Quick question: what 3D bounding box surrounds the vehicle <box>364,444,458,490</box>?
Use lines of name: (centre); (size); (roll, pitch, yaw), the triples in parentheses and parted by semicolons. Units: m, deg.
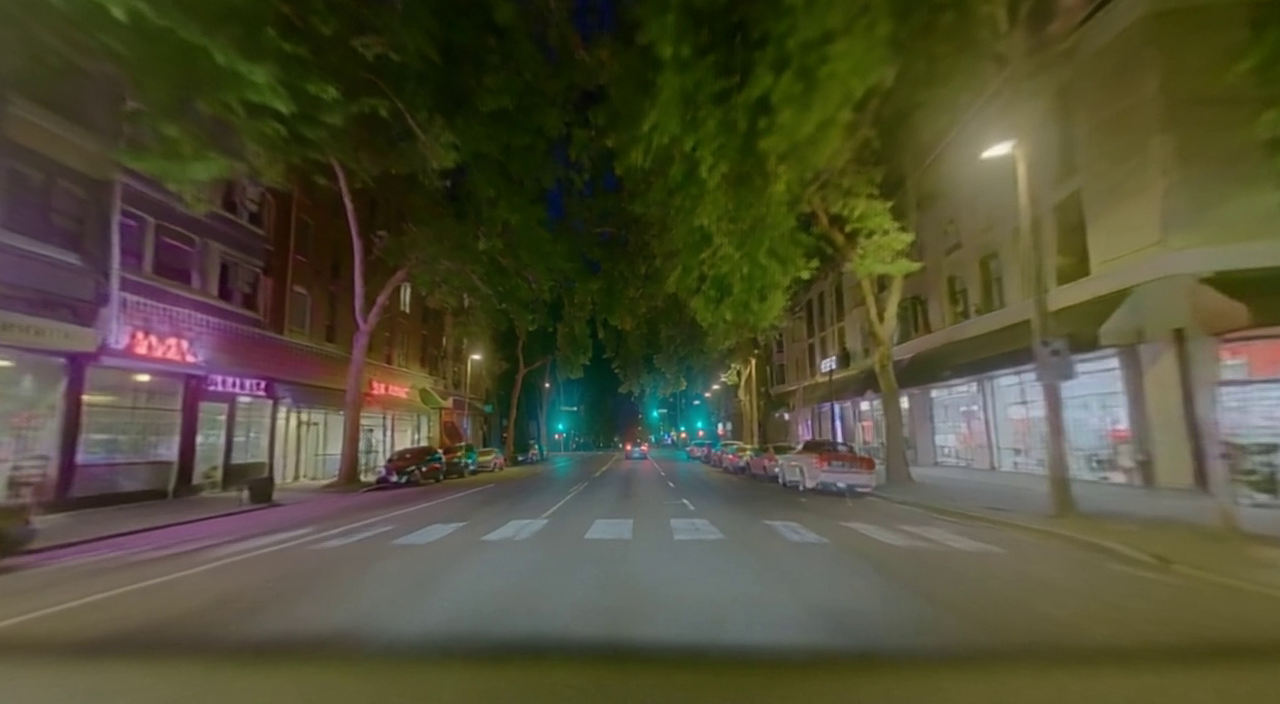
vehicle: (-10.011, 5.038, 28.185); (2.081, 1.819, 5.607); (0, -8, 0)

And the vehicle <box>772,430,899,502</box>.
vehicle: (5.525, 3.285, 18.688); (2.042, 1.787, 5.110); (0, -8, -1)

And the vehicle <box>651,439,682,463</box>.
vehicle: (1.852, 7.060, 45.032); (1.998, 1.580, 4.015); (0, -8, -1)
